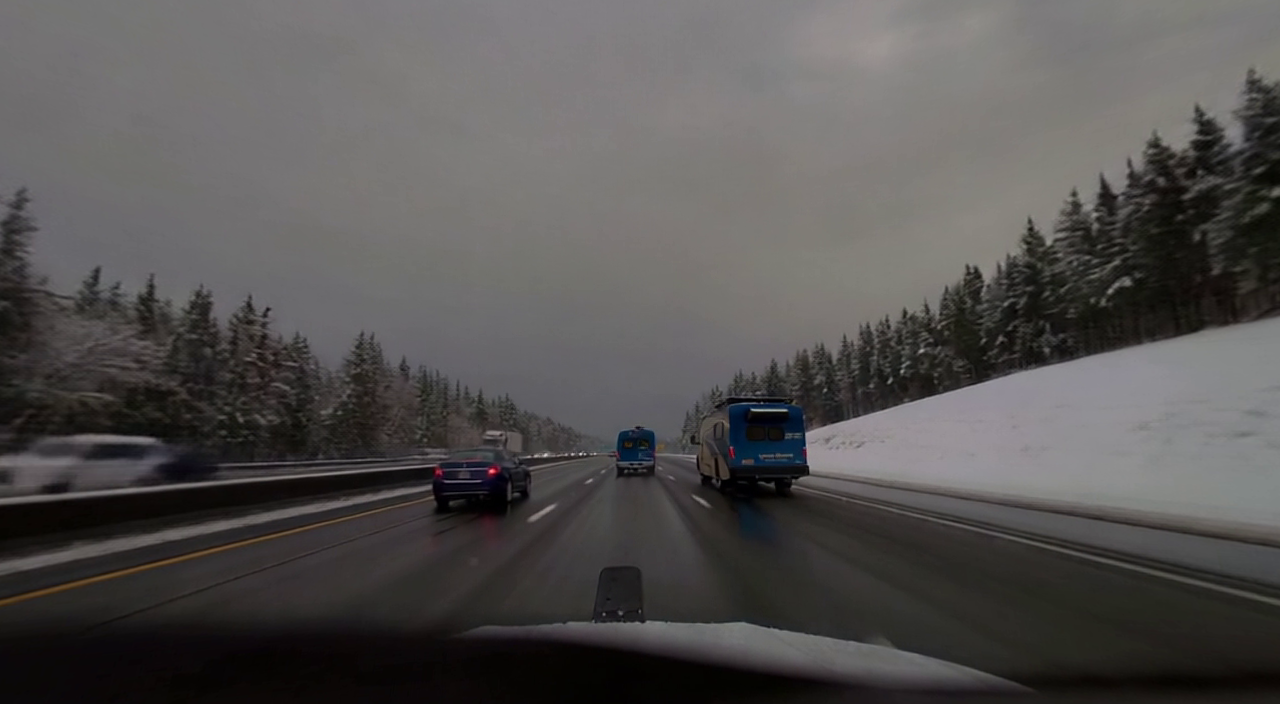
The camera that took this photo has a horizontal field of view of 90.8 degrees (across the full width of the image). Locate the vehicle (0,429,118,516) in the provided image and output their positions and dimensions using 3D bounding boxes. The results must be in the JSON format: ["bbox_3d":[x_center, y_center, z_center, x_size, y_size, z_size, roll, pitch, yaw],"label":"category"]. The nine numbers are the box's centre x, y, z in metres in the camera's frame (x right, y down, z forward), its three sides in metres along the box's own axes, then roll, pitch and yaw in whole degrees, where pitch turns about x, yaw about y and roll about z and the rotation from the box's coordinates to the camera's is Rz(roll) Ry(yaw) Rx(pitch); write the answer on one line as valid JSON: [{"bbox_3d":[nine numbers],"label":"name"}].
[{"bbox_3d":[-15.713,2.889,15.239,2.141,1.949,4.659,0,-9,0],"label":"vehicle"}]

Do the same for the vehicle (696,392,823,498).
[{"bbox_3d":[3.608,3.105,21.008,2.607,2.910,7.252,0,-9,-1],"label":"vehicle"}]

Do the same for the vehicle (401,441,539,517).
[{"bbox_3d":[-3.777,2.896,14.947,1.959,1.502,4.559,0,-9,0],"label":"vehicle"}]

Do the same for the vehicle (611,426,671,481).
[{"bbox_3d":[0.013,4.667,29.113,2.524,2.310,4.986,0,-9,0],"label":"vehicle"}]
